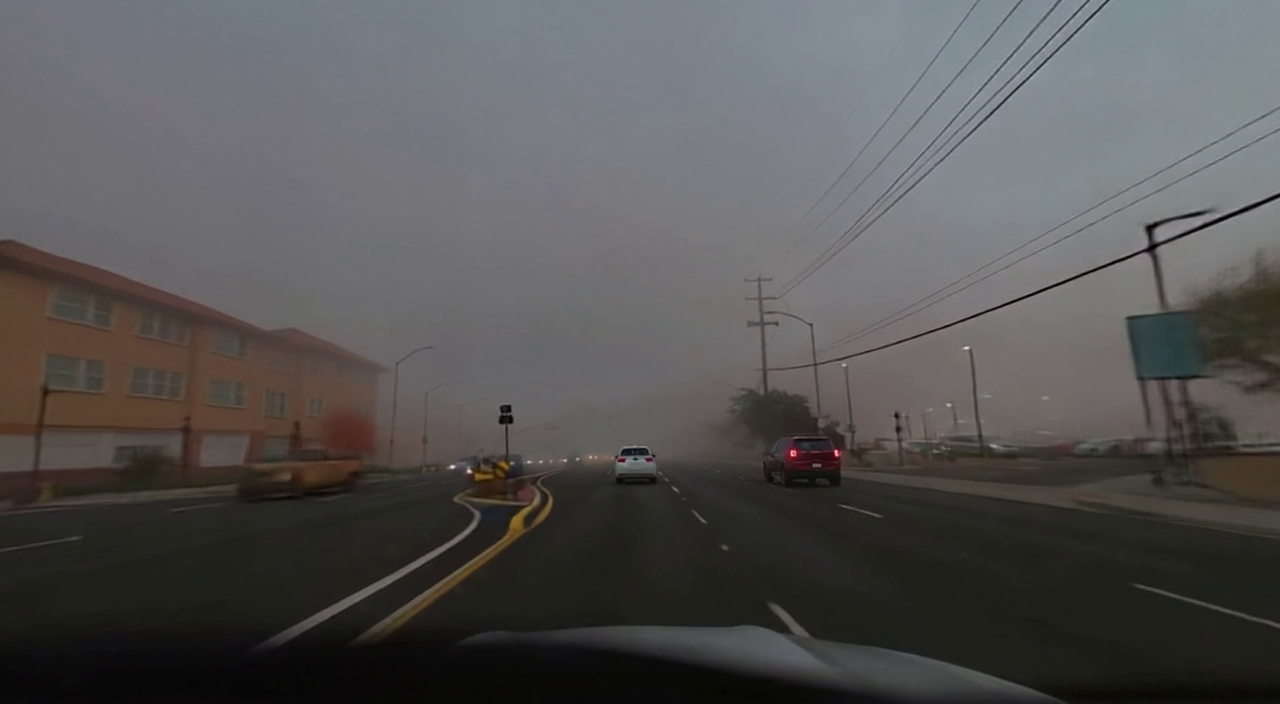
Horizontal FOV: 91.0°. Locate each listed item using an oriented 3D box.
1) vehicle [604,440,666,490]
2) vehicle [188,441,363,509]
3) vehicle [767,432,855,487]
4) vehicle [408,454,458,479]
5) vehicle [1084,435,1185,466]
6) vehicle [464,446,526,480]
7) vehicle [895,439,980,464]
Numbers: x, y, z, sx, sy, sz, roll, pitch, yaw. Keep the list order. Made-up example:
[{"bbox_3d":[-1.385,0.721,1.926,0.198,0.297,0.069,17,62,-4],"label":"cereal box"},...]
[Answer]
[{"bbox_3d":[-0.212,4.255,23.978,2.138,1.702,4.168,0,-9,-1],"label":"vehicle"},{"bbox_3d":[-11.310,3.844,20.261,2.193,1.851,5.705,0,-9,0],"label":"vehicle"},{"bbox_3d":[6.348,4.051,23.966,2.061,1.889,4.268,0,-9,-1],"label":"vehicle"},{"bbox_3d":[-14.524,8.020,44.456,1.950,1.611,4.472,0,-9,0],"label":"vehicle"},{"bbox_3d":[30.426,6.076,38.851,4.557,1.635,1.935,-3,-8,-3],"label":"vehicle"},{"bbox_3d":[-8.014,6.169,35.343,2.283,1.715,4.918,-1,-9,1],"label":"vehicle"},{"bbox_3d":[18.942,6.360,40.178,4.415,1.519,1.907,0,-9,1],"label":"vehicle"}]
